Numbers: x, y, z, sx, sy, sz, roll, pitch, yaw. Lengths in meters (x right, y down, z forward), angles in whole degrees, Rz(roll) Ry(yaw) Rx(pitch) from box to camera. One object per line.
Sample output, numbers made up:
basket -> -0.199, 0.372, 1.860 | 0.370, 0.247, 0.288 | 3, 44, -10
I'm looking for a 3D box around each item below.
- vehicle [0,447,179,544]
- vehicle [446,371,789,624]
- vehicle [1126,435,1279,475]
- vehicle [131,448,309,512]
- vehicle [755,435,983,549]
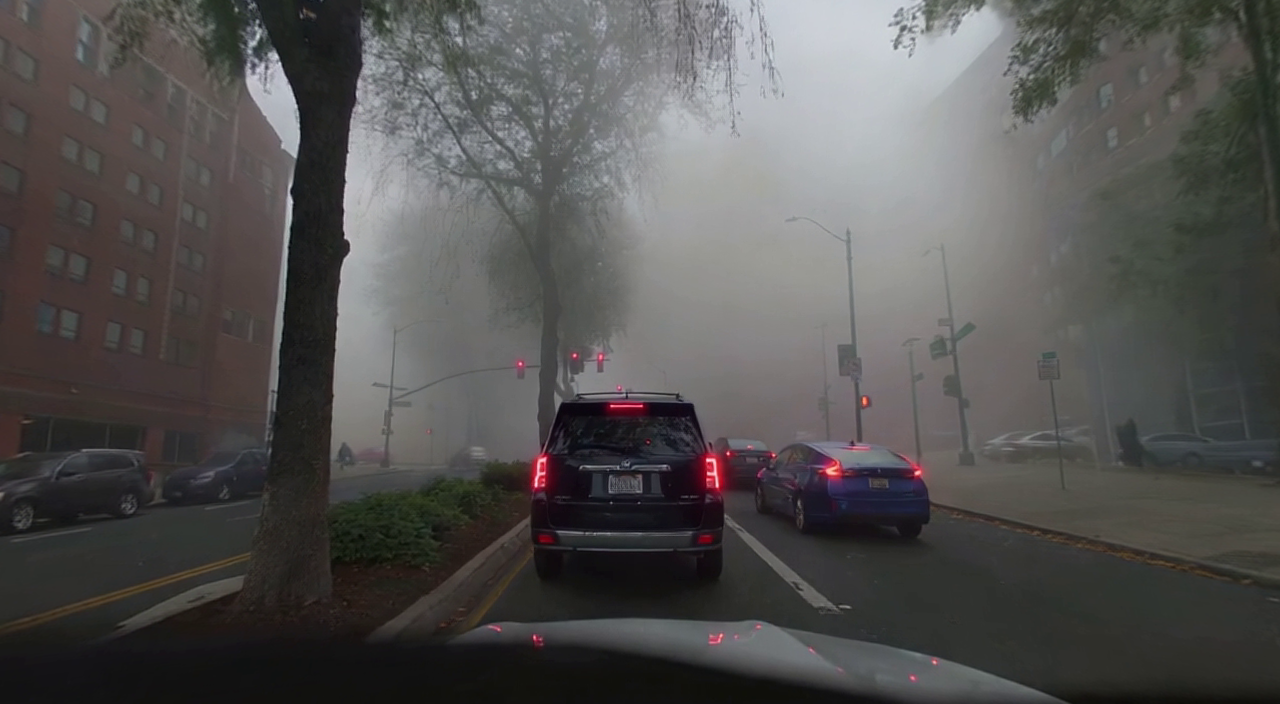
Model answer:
vehicle -> -12.541, 2.920, 13.448 | 1.891, 1.723, 4.360 | 0, -8, 1
vehicle -> -0.159, 1.358, 6.748 | 2.453, 1.816, 4.300 | 0, -8, 0
vehicle -> 22.157, 4.049, 24.963 | 4.055, 1.469, 1.848 | -4, -9, 25
vehicle -> -12.463, 3.778, 19.123 | 2.207, 1.648, 4.675 | 0, -8, -1
vehicle -> 3.288, 2.083, 10.072 | 2.056, 1.422, 4.130 | 0, -8, -1
